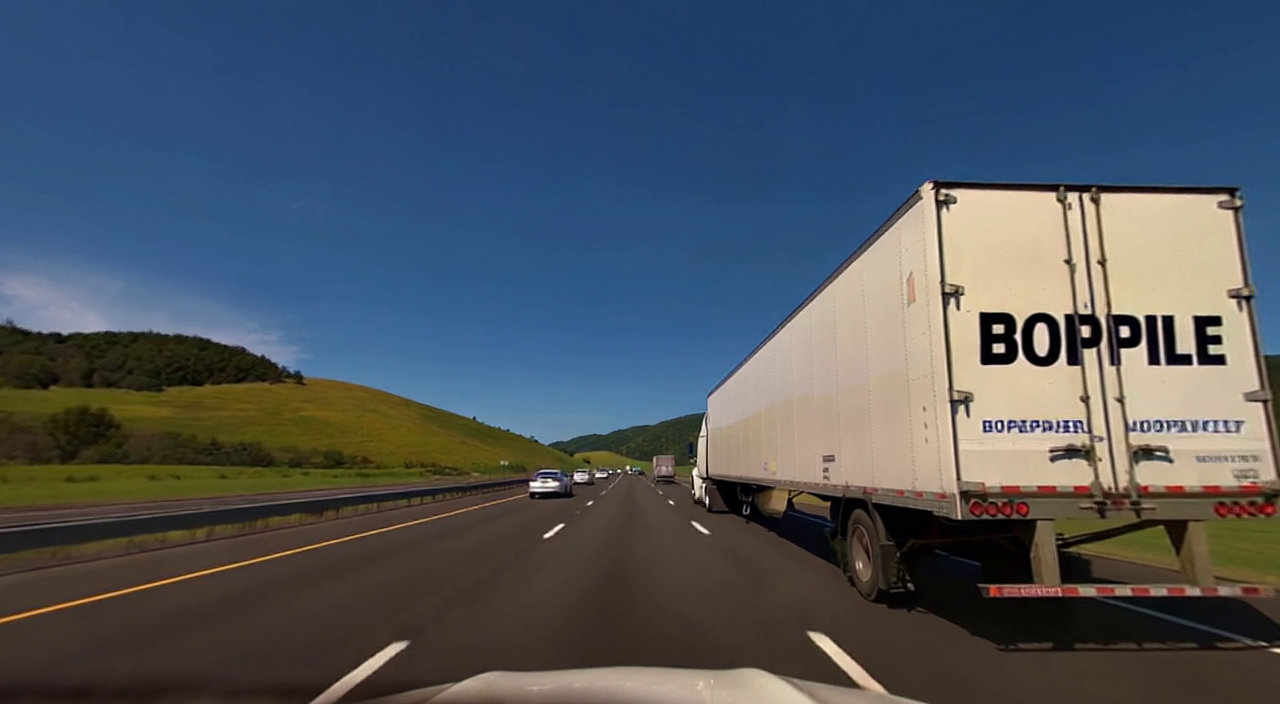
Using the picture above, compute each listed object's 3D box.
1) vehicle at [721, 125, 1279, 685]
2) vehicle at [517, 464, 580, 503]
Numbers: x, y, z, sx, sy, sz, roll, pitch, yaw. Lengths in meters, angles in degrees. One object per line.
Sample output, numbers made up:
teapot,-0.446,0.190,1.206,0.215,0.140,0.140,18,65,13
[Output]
vehicle,3.828,1.534,11.479,2.839,4.062,14.051,1,-11,0
vehicle,-4.062,5.971,28.818,2.088,1.566,4.853,1,-11,1
